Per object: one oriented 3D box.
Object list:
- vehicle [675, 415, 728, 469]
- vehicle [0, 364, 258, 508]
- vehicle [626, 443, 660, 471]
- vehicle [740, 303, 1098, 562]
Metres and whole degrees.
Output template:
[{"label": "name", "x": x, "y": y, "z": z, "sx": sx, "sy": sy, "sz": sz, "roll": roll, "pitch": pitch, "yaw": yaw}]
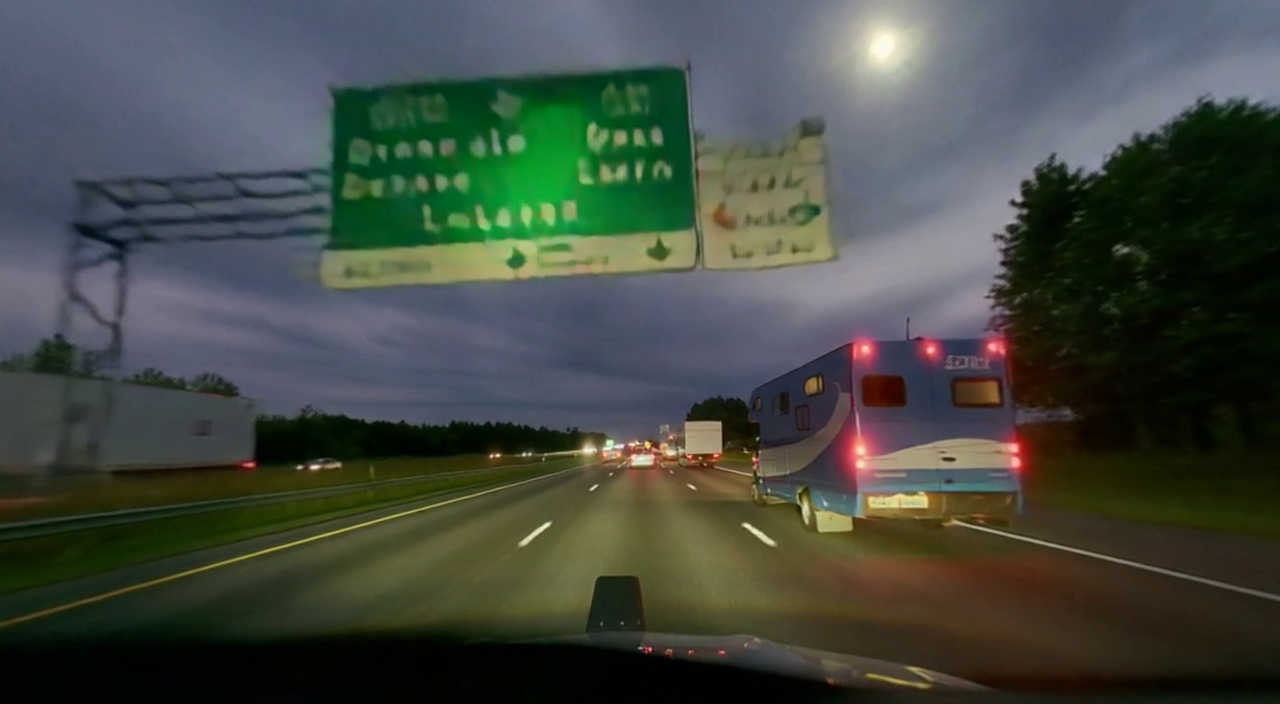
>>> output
[{"label": "vehicle", "x": 4.301, "y": 6.600, "z": 46.061, "sx": 2.931, "sy": 3.530, "sz": 8.760, "roll": 0, "pitch": -9, "yaw": 0}, {"label": "vehicle", "x": -19.382, "y": 2.838, "z": 20.697, "sx": 3.059, "sy": 3.980, "sz": 16.984, "roll": 0, "pitch": -9, "yaw": 0}, {"label": "vehicle", "x": 0.180, "y": 6.862, "z": 41.335, "sx": 2.151, "sy": 1.678, "sz": 3.923, "roll": 0, "pitch": -9, "yaw": 0}, {"label": "vehicle", "x": 3.801, "y": 1.462, "z": 11.026, "sx": 2.698, "sy": 3.001, "sz": 7.323, "roll": 0, "pitch": -9, "yaw": -1}]
